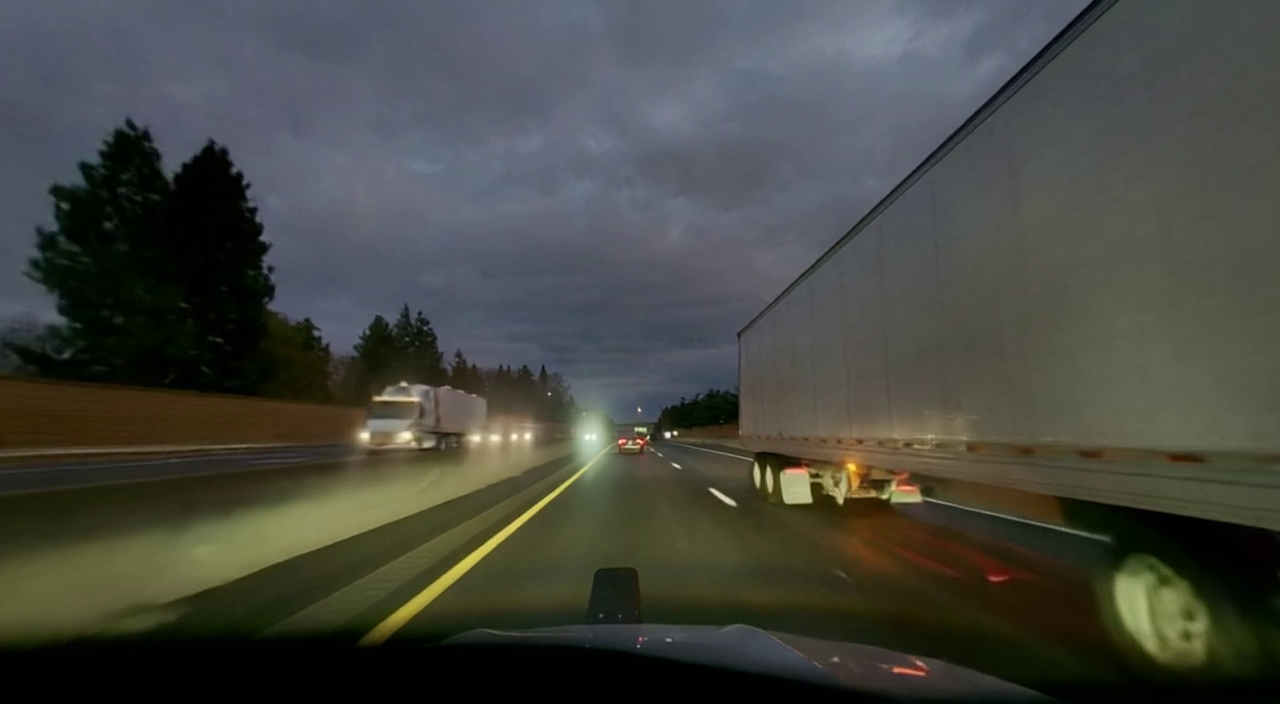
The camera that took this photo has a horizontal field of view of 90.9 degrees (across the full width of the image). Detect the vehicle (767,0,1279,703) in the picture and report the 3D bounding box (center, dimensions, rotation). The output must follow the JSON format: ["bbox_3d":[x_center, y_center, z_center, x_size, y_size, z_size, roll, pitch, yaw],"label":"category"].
[{"bbox_3d":[4.252,0.060,5.883,2.953,4.045,13.843,0,-8,-1],"label":"vehicle"}]

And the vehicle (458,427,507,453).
[{"bbox_3d":[-9.475,5.340,38.272,1.906,1.499,4.537,0,-8,-1],"label":"vehicle"}]

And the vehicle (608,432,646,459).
[{"bbox_3d":[-0.767,5.577,37.761,2.119,1.480,4.000,0,-8,-1],"label":"vehicle"}]

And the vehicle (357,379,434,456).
[{"bbox_3d":[-13.054,3.553,33.889,2.996,3.936,2.677,0,-8,-1],"label":"vehicle"}]
